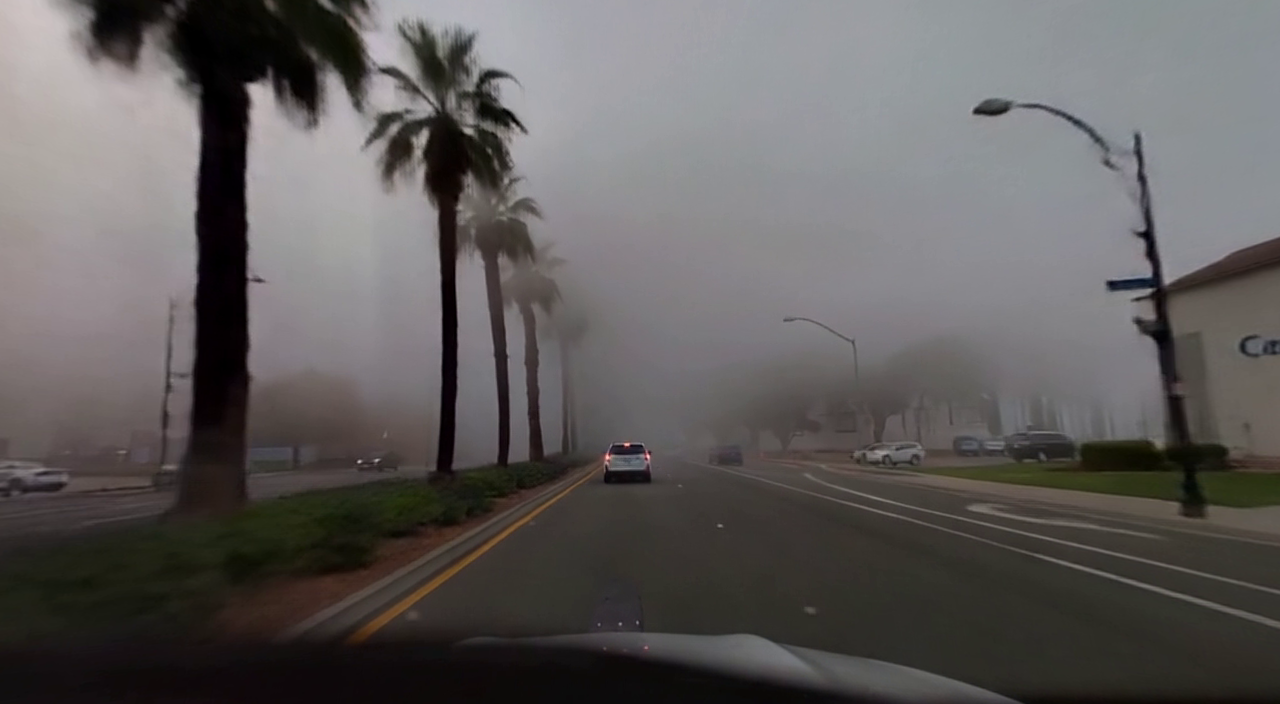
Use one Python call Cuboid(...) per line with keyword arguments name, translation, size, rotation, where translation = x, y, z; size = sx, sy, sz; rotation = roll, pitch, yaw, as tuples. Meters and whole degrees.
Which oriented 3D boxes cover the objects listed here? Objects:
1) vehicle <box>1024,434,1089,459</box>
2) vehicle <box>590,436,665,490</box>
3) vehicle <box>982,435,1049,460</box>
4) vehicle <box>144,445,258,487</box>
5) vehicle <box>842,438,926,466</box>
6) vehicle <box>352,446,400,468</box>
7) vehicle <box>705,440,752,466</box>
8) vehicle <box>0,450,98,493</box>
Cuboid(name="vehicle", translation=(29.746, 6.786, 45.299), size=(1.890, 1.640, 4.064), rotation=(0, -9, 1))
Cuboid(name="vehicle", translation=(-0.352, 3.454, 19.898), size=(2.106, 1.496, 3.964), rotation=(0, -9, 0))
Cuboid(name="vehicle", translation=(26.918, 6.885, 45.483), size=(2.045, 1.690, 4.761), rotation=(0, -9, 4))
Cuboid(name="vehicle", translation=(-19.253, 4.991, 27.997), size=(2.021, 1.666, 4.247), rotation=(0, -9, -1))
Cuboid(name="vehicle", translation=(15.340, 6.293, 39.810), size=(4.358, 1.732, 2.129), rotation=(1, -9, -3))
Cuboid(name="vehicle", translation=(-19.605, 7.799, 47.102), size=(1.862, 1.606, 4.071), rotation=(0, -9, -1))
Cuboid(name="vehicle", translation=(5.664, 6.574, 41.219), size=(2.244, 1.618, 4.585), rotation=(0, -9, -2))
Cuboid(name="vehicle", translation=(-27.018, 5.249, 28.118), size=(1.934, 1.736, 4.341), rotation=(0, -9, -1))
